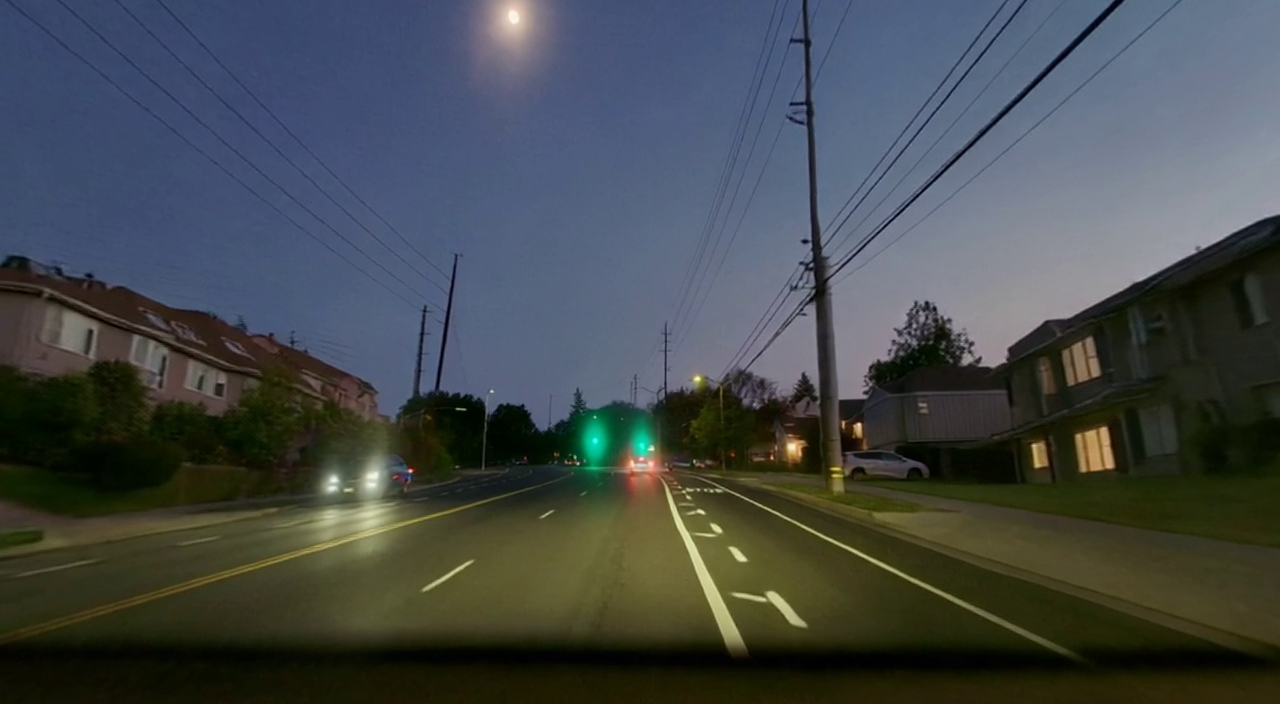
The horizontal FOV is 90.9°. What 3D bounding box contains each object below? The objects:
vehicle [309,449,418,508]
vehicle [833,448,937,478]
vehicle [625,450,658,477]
[{"bbox_3d":[-10.974,5.008,25.532,1.998,2.047,5.167,0,-8,1],"label":"vehicle"},{"bbox_3d":[12.788,5.815,33.092,4.648,1.511,1.919,0,-8,-2],"label":"vehicle"},{"bbox_3d":[0.132,8.213,46.835,2.284,1.741,4.702,2,-8,1],"label":"vehicle"}]
